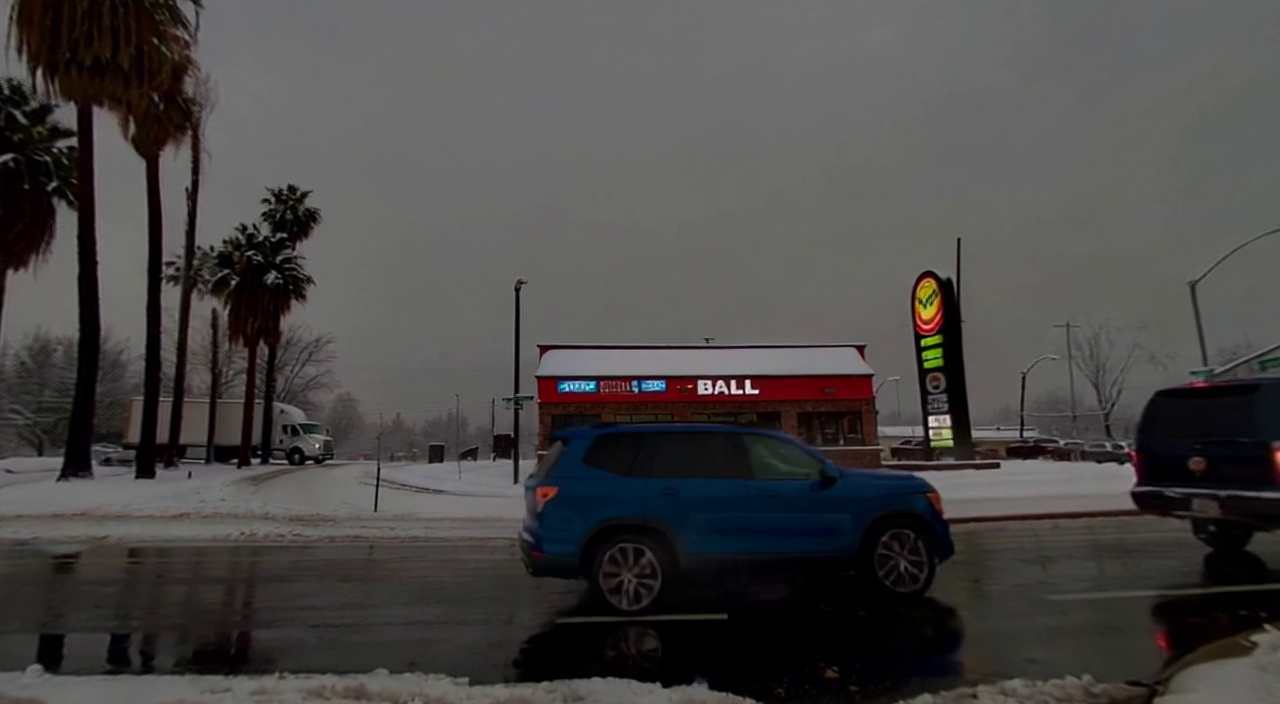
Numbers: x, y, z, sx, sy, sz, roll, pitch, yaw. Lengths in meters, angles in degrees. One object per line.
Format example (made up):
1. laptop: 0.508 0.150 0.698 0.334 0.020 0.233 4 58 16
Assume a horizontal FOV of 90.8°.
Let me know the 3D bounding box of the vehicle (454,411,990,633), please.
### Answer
1. vehicle: 0.656 1.533 6.363 4.493 1.728 2.137 1 -9 -7

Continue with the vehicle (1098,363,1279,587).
1. vehicle: 9.374 1.403 7.514 6.246 2.202 2.277 1 -9 -6

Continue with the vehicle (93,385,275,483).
1. vehicle: -20.718 3.909 29.531 3.034 3.929 7.699 1 -9 -5
